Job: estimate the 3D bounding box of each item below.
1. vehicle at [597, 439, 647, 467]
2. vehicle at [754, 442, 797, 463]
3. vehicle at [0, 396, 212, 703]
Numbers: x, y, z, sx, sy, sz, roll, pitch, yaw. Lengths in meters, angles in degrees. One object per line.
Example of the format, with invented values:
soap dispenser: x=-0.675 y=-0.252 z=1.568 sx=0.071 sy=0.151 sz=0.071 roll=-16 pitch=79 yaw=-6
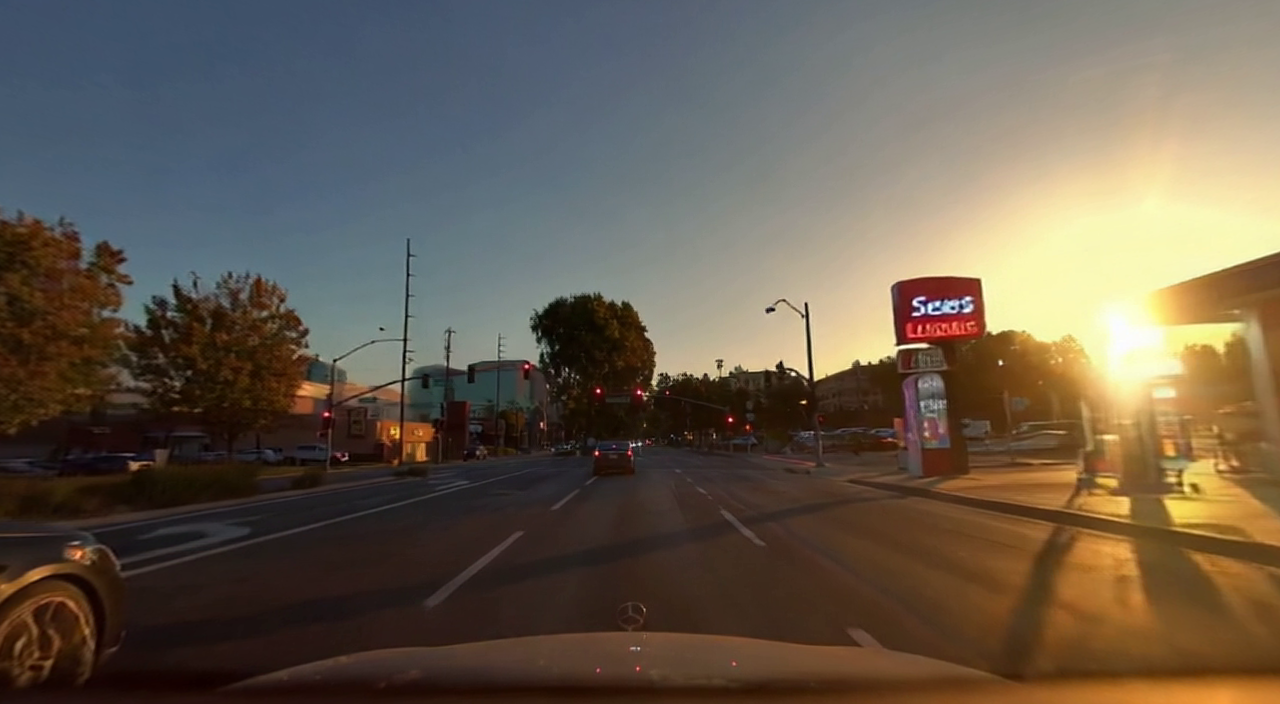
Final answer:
vehicle: x=-0.945 y=5.737 z=35.959 sx=2.082 sy=1.460 sz=4.442 roll=-2 pitch=-8 yaw=9
vehicle: x=10.426 y=7.682 z=48.361 sx=1.810 sy=1.463 sz=4.245 roll=-6 pitch=-10 yaw=32
vehicle: x=-3.483 y=0.761 z=1.365 sx=2.018 sy=1.470 sz=4.346 roll=0 pitch=-8 yaw=0
